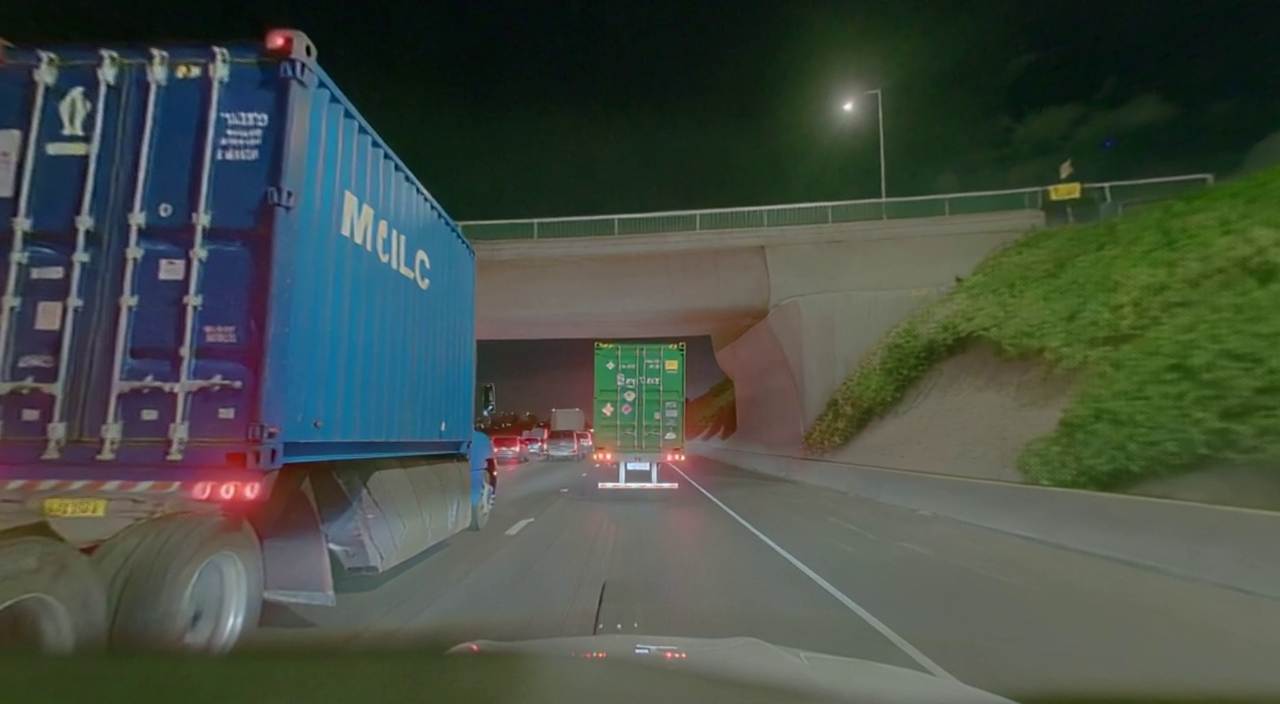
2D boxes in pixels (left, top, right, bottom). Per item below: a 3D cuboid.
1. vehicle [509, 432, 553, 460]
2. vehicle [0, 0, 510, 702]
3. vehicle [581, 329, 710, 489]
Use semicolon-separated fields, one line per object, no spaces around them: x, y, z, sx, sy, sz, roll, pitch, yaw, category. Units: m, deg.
-7.213;6.264;42.238;2.163;1.772;4.244;0;-9;0;vehicle
-3.740;0.290;6.846;3.187;3.949;6.963;0;-9;0;vehicle
0.062;2.021;20.502;3.357;4.212;7.519;0;-9;-1;vehicle
